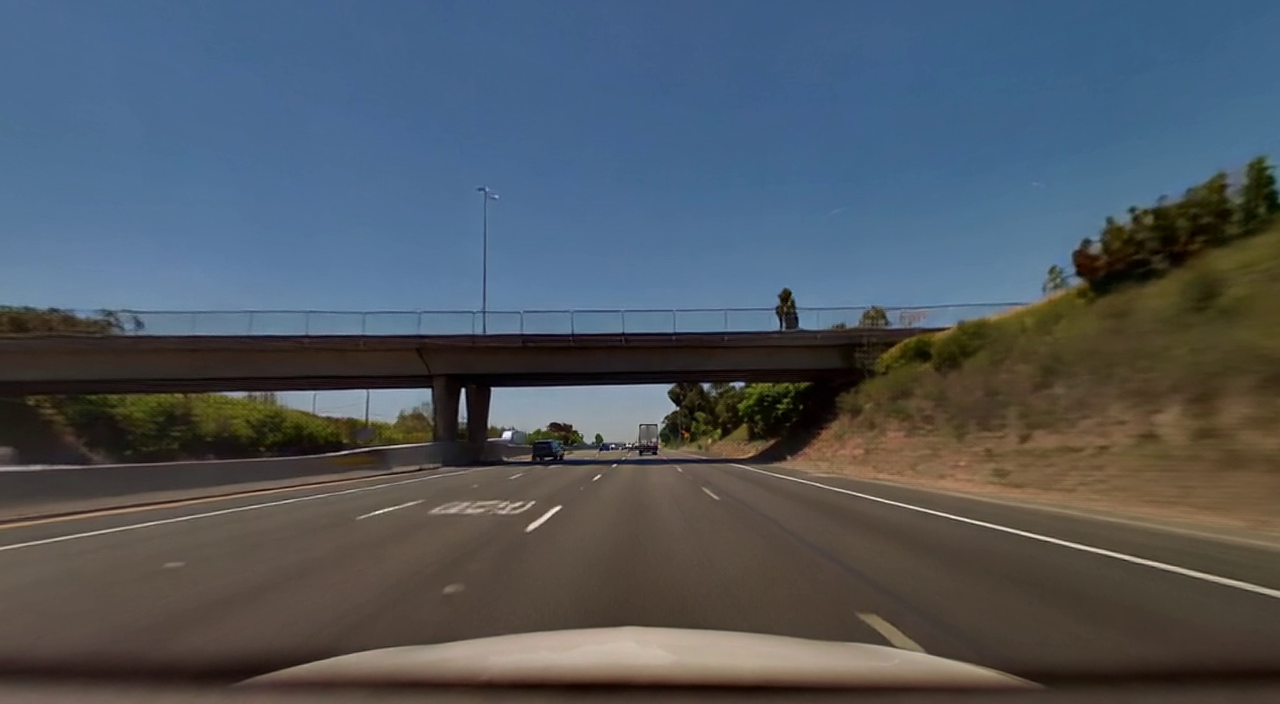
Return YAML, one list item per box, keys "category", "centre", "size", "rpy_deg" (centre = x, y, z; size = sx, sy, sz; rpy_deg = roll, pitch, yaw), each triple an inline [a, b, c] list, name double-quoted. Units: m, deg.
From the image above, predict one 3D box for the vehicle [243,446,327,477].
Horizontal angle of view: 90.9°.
- category: "vehicle"
  centre: [-20.010, 6.156, 35.812]
  size: [1.933, 1.607, 4.790]
  rpy_deg: [0, -8, 1]

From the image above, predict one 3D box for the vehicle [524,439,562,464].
- category: "vehicle"
  centre: [-7.033, 7.212, 45.968]
  size: [1.981, 1.685, 4.171]
  rpy_deg: [0, -8, 2]
